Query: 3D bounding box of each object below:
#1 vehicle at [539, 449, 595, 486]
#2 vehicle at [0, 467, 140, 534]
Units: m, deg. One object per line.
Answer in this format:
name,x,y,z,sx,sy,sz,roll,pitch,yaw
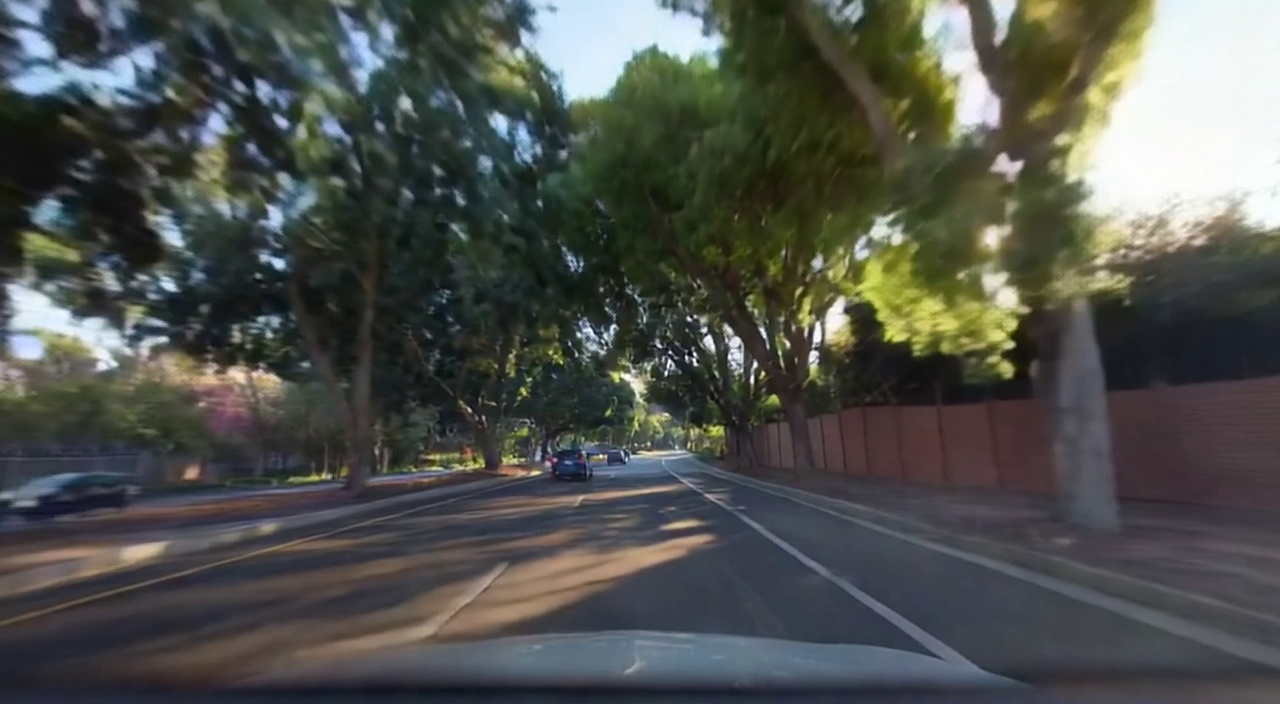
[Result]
vehicle,-3.099,5.007,27.738,1.870,1.431,4.317,0,-9,1
vehicle,-16.923,4.069,17.689,1.992,1.483,4.649,0,-8,1
